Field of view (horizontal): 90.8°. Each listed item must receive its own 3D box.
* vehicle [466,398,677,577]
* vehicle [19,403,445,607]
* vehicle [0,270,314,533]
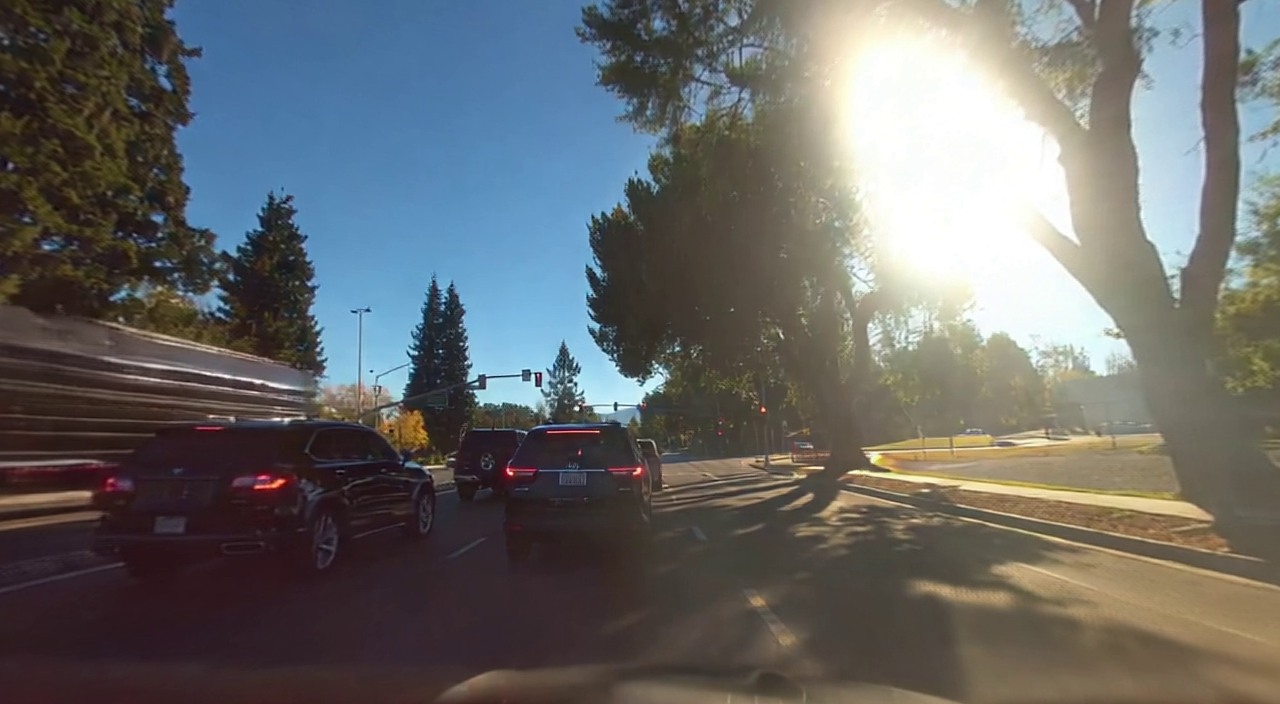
[{"bbox_3d":[-0.614,1.745,8.977,2.131,1.793,5.016,0,-9,2],"label":"vehicle"},{"bbox_3d":[-4.093,1.604,7.537,2.009,1.673,4.454,0,-9,1],"label":"vehicle"},{"bbox_3d":[-11.779,1.379,13.989,3.107,4.149,11.028,0,-9,0],"label":"vehicle"}]
